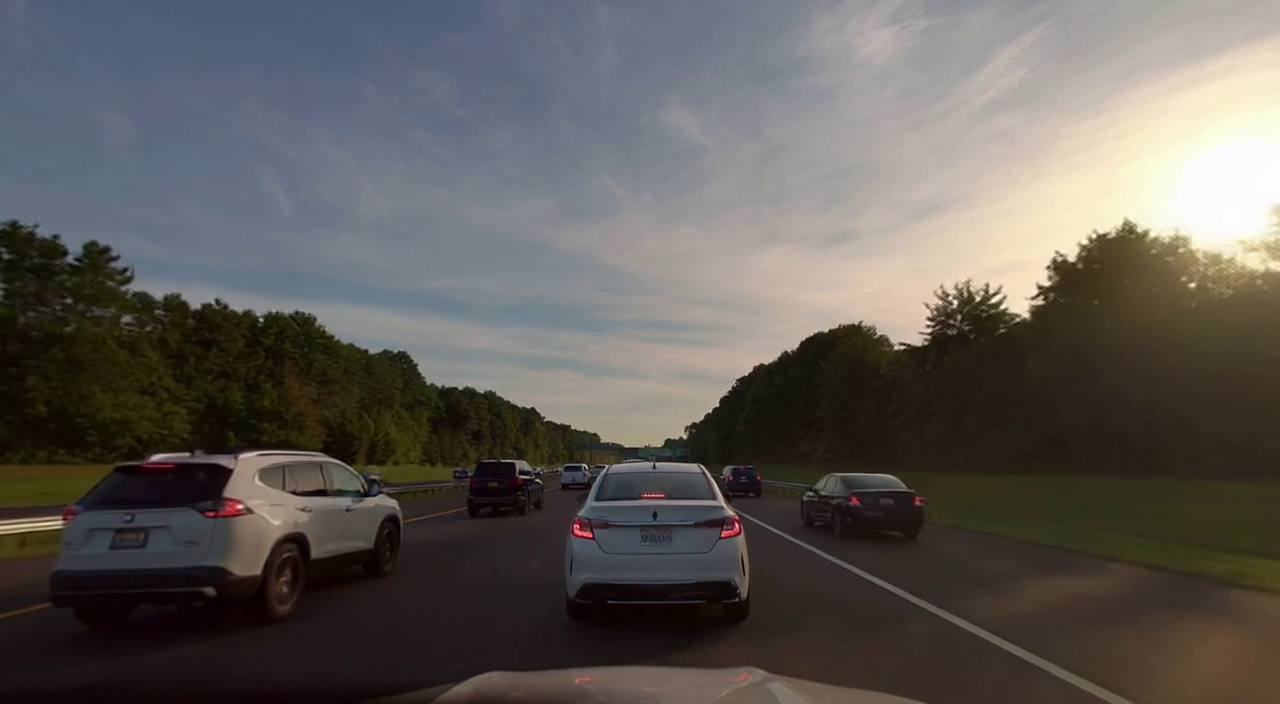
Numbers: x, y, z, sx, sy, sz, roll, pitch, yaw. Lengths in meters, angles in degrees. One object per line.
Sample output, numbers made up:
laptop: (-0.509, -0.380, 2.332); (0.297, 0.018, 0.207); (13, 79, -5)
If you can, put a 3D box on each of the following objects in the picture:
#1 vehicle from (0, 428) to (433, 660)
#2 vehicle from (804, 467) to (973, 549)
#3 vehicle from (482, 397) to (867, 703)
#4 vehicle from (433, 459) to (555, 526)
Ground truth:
vehicle: (-3.910, 1.714, 6.536); (1.994, 1.556, 4.263); (0, -11, 1)
vehicle: (4.915, 3.138, 13.198); (1.870, 1.382, 4.287); (0, -11, 1)
vehicle: (0.150, 1.498, 5.533); (2.057, 1.725, 4.126); (1, -11, -1)
vehicle: (-3.680, 3.666, 16.862); (1.960, 1.502, 4.593); (0, -11, 3)
